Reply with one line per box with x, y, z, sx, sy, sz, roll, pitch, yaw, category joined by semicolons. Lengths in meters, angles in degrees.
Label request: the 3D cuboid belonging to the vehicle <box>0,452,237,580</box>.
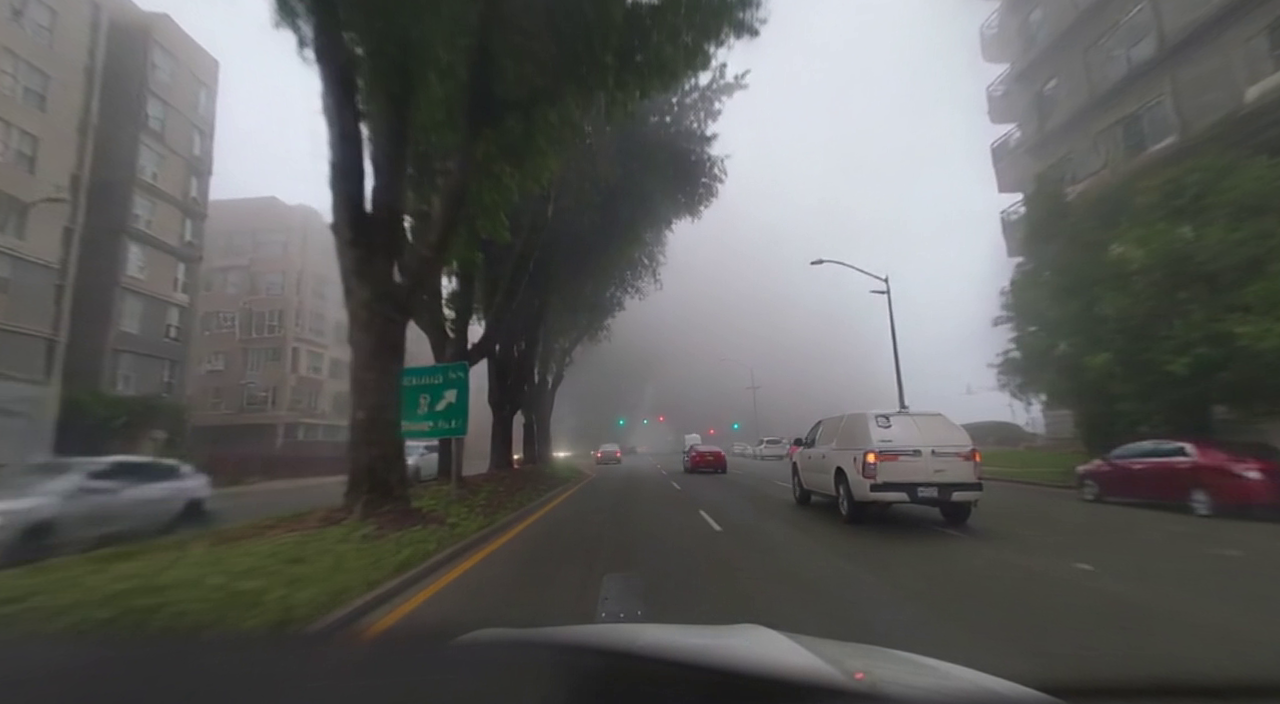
-8.678;2.323;9.789;1.949;1.503;4.388;0;-9;0;vehicle

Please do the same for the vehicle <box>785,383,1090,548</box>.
4.314;1.831;10.706;2.427;2.017;5.763;0;-9;1;vehicle

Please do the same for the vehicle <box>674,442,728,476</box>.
2.782;5.013;29.803;2.003;1.480;4.494;0;-9;-1;vehicle

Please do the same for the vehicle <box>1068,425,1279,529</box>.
10.151;2.092;10.997;2.134;1.472;4.519;0;-9;-2;vehicle

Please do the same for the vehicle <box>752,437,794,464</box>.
9.547;7.123;45.778;2.064;1.837;4.724;0;-9;0;vehicle

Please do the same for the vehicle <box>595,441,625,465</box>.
-2.298;7.577;47.586;2.065;1.716;4.265;1;-9;-5;vehicle
